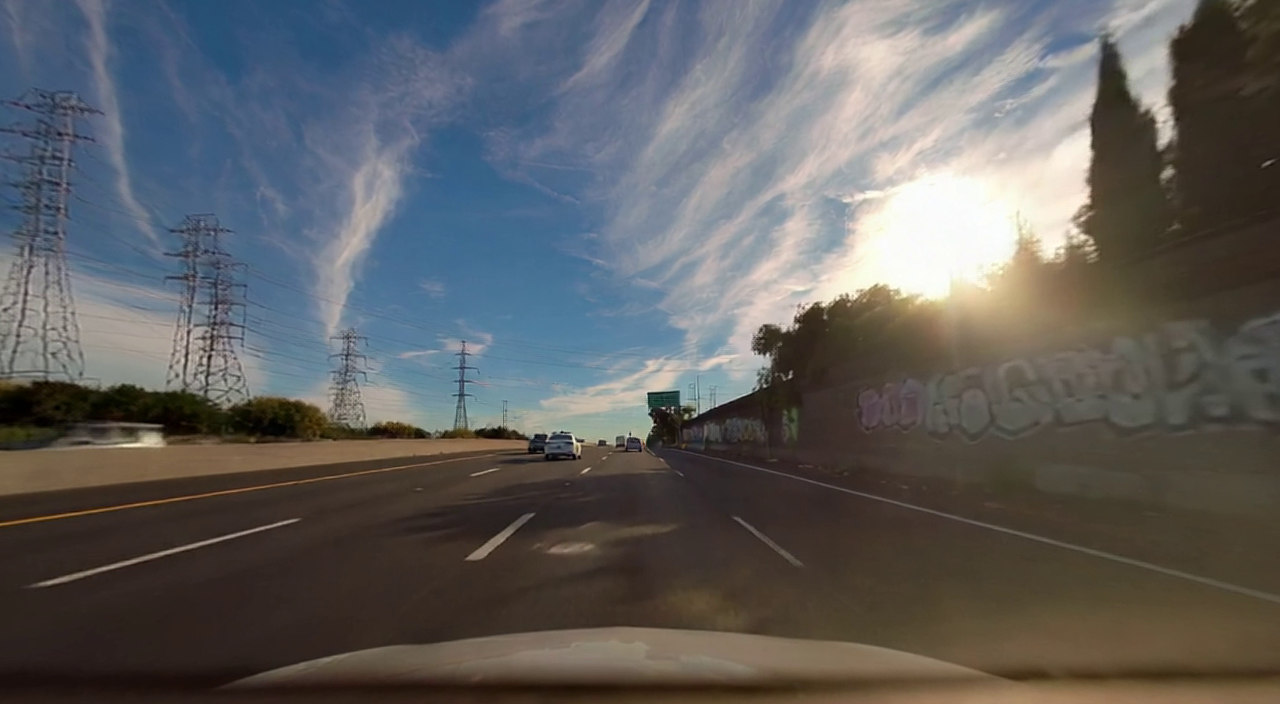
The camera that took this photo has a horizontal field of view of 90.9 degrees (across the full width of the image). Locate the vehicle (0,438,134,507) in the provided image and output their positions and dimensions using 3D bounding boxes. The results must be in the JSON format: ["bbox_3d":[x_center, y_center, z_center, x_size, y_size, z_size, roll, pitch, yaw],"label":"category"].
[{"bbox_3d":[-15.624,2.994,16.137,1.929,1.531,4.100,0,-8,-1],"label":"vehicle"}]

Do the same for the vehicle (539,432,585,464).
[{"bbox_3d":[-4.301,5.343,35.274,2.118,1.640,4.031,0,-8,0],"label":"vehicle"}]

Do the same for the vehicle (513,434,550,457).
[{"bbox_3d":[-8.157,7.059,47.590,2.033,1.615,4.168,0,-8,0],"label":"vehicle"}]

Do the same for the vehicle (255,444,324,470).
[{"bbox_3d":[-21.161,6.322,38.256,1.787,1.436,4.133,0,-8,0],"label":"vehicle"}]
